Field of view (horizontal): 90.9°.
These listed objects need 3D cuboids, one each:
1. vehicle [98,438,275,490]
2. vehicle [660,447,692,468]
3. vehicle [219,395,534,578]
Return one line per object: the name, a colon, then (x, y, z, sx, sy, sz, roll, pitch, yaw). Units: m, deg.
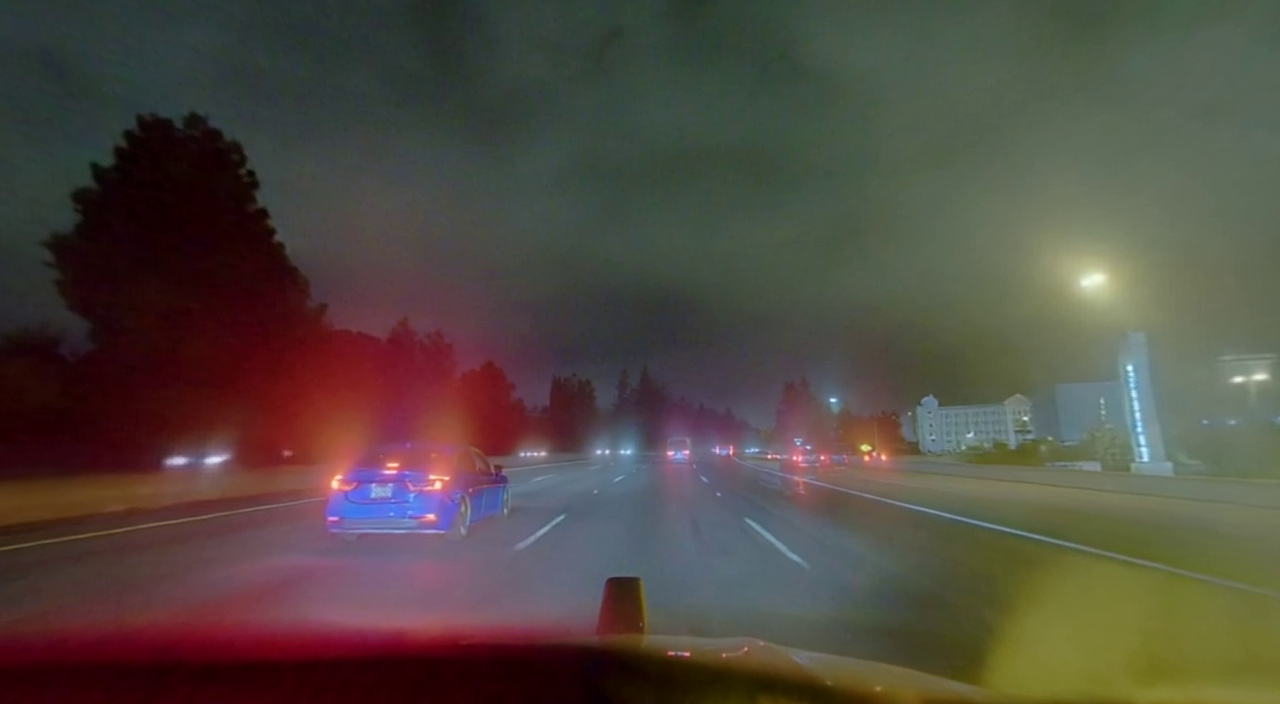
vehicle: (-16.628, 4.138, 23.656, 2.275, 1.685, 5.624, 0, -9, 2)
vehicle: (2.542, 7.444, 44.658, 2.158, 1.458, 3.656, 0, -9, 3)
vehicle: (-3.064, 1.718, 8.834, 2.185, 1.823, 4.854, 0, -9, 1)
